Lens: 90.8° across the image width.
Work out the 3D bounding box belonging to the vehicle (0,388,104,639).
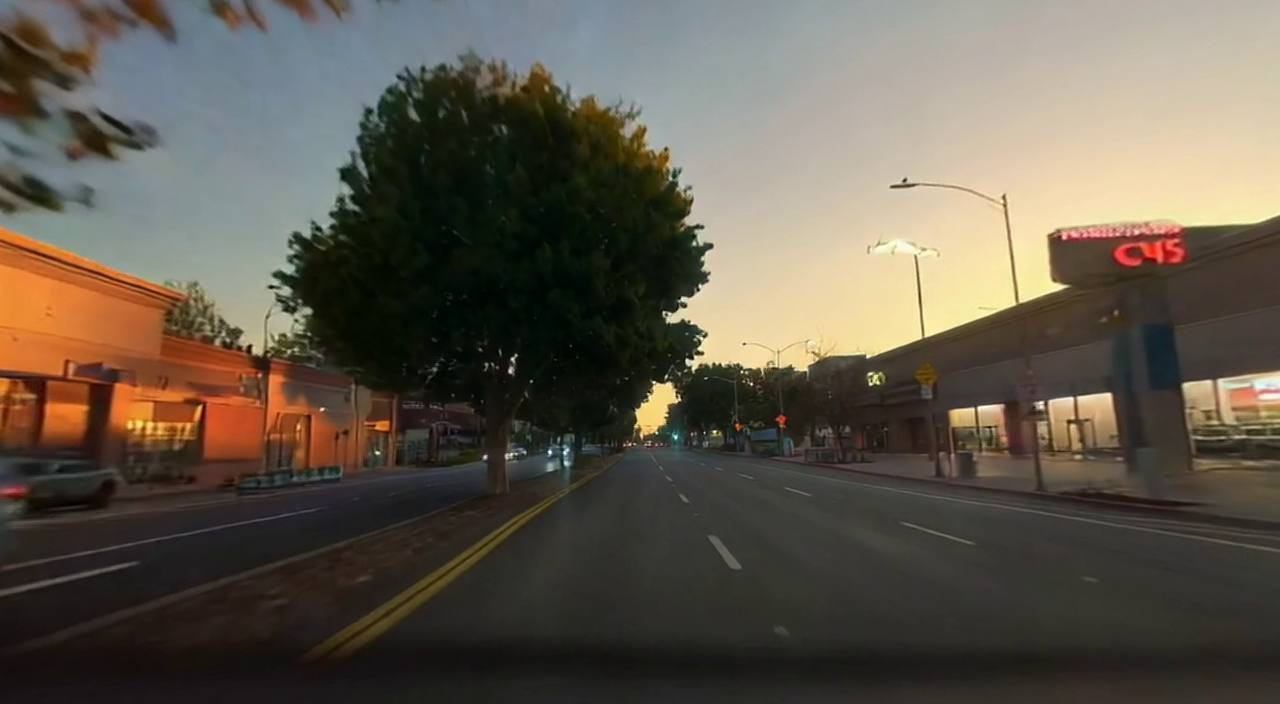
[{"bbox_3d":[-5.592,0.920,2.945,2.129,1.748,4.555,0,-8,0],"label":"vehicle"}]

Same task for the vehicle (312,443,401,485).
[{"bbox_3d":[-12.850,5.061,28.925,1.971,1.719,4.285,0,-8,1],"label":"vehicle"}]

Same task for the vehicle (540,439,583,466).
[{"bbox_3d":[-5.180,6.705,42.168,2.177,1.684,4.418,-1,-8,2],"label":"vehicle"}]
